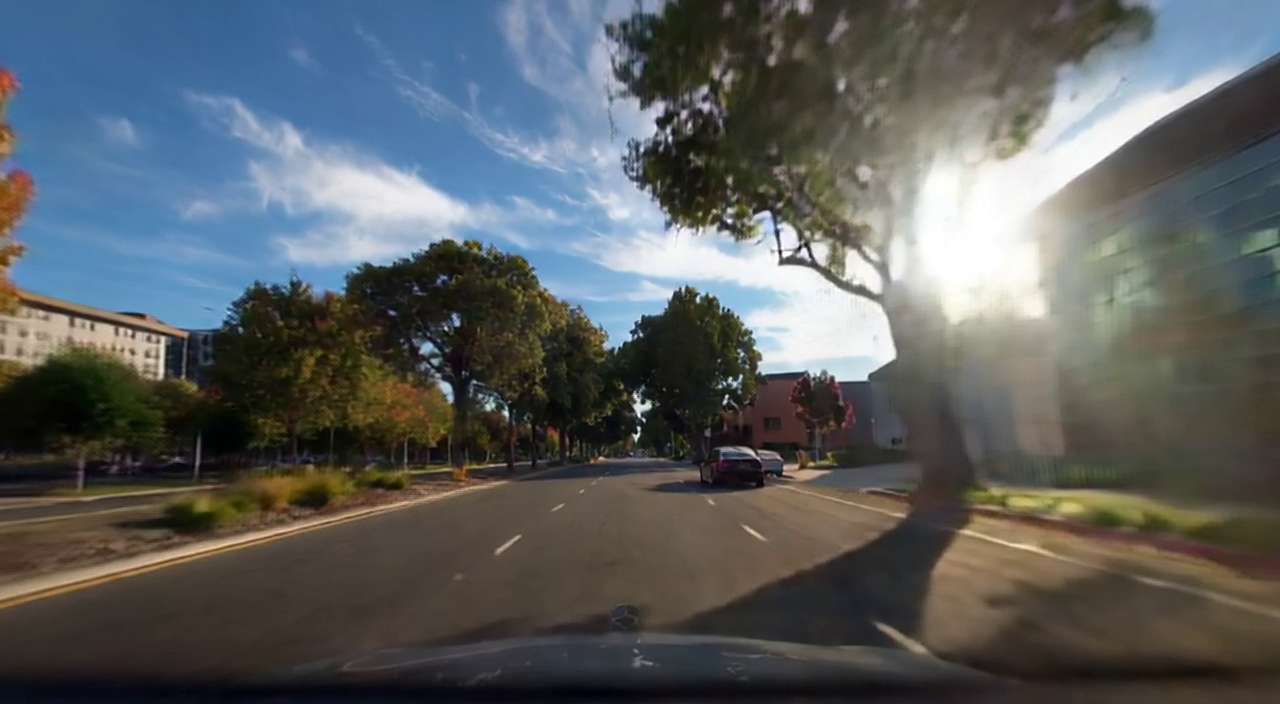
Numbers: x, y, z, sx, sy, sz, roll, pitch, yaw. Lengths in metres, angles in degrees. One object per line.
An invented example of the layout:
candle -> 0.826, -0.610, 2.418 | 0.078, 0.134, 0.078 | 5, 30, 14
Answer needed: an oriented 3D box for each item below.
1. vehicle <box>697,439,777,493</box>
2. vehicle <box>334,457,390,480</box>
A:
vehicle -> 3.348, 4.033, 22.749 | 2.083, 1.743, 4.354 | 0, -8, -1
vehicle -> -19.409, 8.127, 44.311 | 1.839, 1.481, 4.585 | 0, -8, 1
